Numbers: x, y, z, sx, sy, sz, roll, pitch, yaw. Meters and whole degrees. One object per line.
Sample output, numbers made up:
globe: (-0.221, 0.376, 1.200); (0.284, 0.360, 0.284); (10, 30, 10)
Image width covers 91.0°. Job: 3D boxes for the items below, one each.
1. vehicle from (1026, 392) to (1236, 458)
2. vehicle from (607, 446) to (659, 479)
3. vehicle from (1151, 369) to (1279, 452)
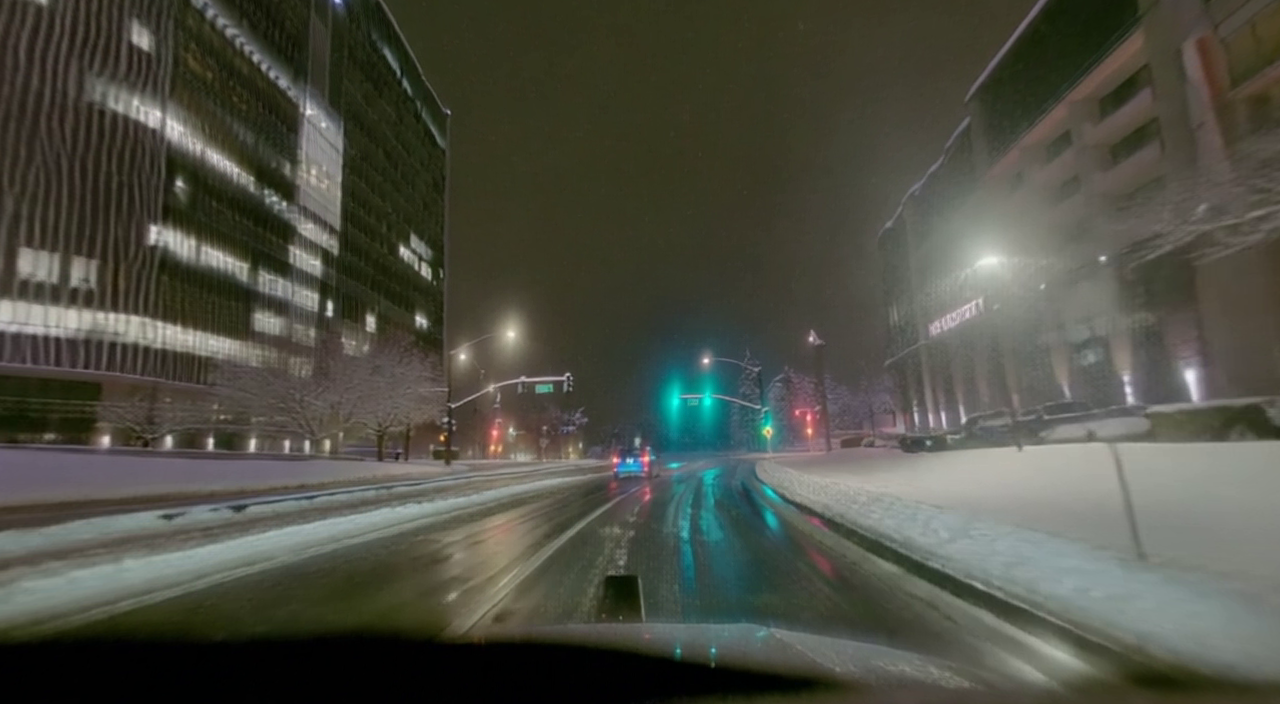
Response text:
vehicle: (14.066, 2.191, 18.343); (4.214, 1.615, 2.008); (-4, -10, 9)
vehicle: (-0.267, 5.516, 31.714); (1.971, 1.486, 4.380); (-1, -9, 8)
vehicle: (13.605, 1.263, 13.130); (4.035, 1.615, 1.908); (-1, -9, 6)
